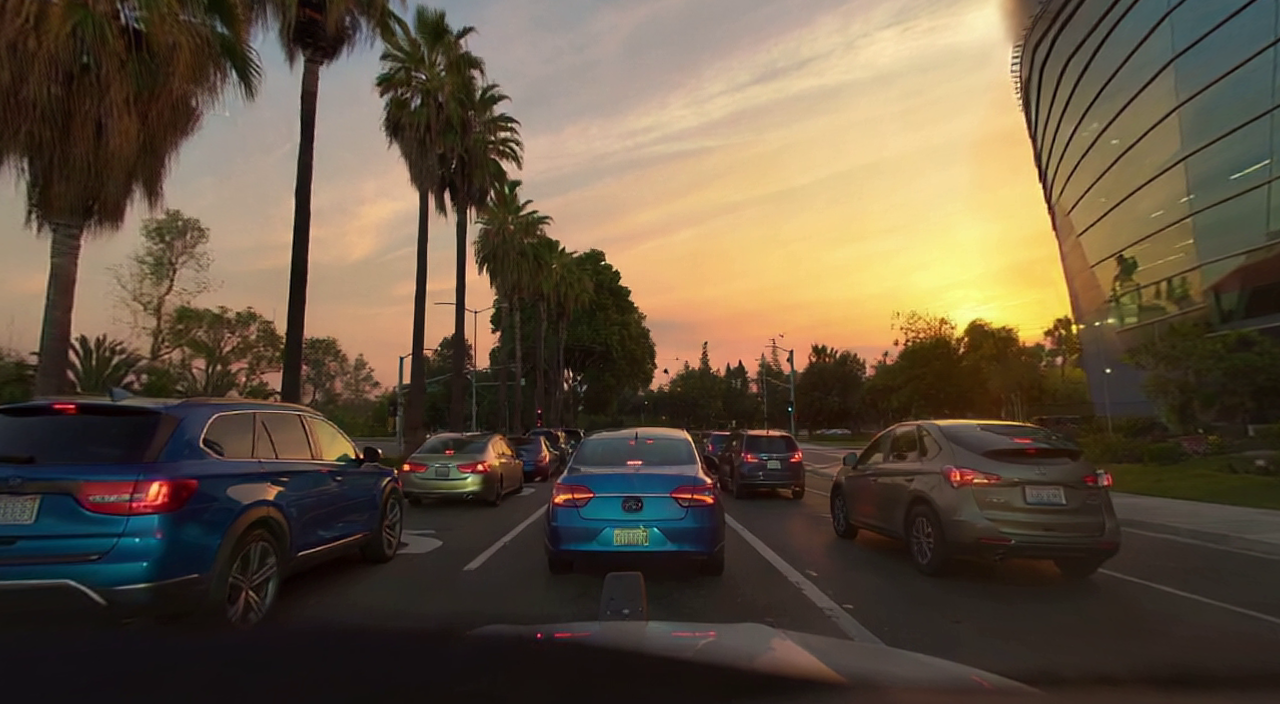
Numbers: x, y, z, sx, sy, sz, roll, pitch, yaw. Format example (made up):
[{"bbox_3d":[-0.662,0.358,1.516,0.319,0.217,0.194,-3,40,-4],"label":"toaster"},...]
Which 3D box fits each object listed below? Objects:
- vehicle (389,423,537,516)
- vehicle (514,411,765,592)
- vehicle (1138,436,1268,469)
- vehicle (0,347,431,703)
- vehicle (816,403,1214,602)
[{"bbox_3d":[-3.459,2.369,13.119,1.917,1.631,3.768,0,-8,1],"label":"vehicle"},{"bbox_3d":[-0.045,1.650,7.824,2.219,1.586,4.321,0,-8,-1],"label":"vehicle"},{"bbox_3d":[25.492,4.543,28.638,4.014,1.417,1.777,-1,-8,5],"label":"vehicle"},{"bbox_3d":[-3.535,1.172,5.372,2.014,1.775,4.404,0,-8,-1],"label":"vehicle"},{"bbox_3d":[3.844,1.617,7.677,2.064,1.696,4.431,0,-8,0],"label":"vehicle"}]
